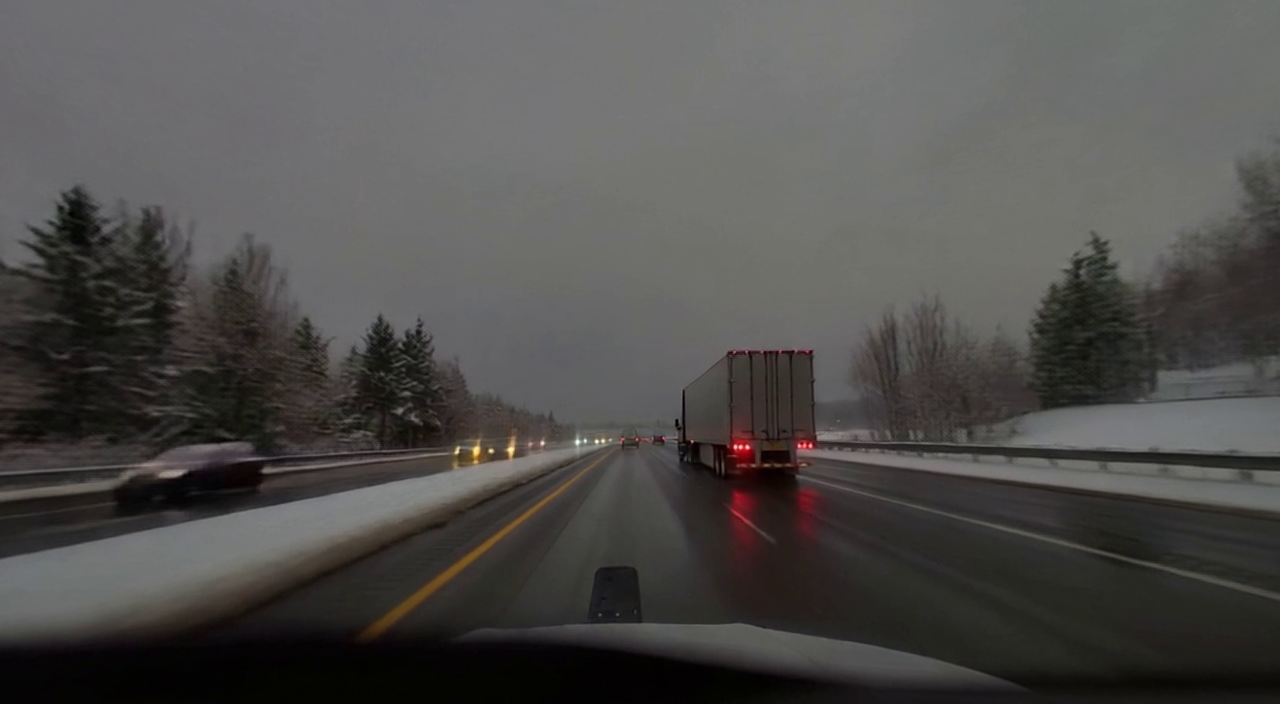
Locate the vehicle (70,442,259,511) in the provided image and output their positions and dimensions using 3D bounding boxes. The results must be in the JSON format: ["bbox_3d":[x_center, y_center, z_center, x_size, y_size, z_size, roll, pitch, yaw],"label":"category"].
[{"bbox_3d":[-12.863,3.341,17.478,1.929,1.605,4.299,0,-8,-1],"label":"vehicle"}]

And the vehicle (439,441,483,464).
[{"bbox_3d":[-12.696,7.120,44.915,1.848,1.532,4.400,0,-8,0],"label":"vehicle"}]

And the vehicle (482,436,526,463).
[{"bbox_3d":[-8.346,6.027,39.016,1.930,1.542,3.943,1,-7,-1],"label":"vehicle"}]

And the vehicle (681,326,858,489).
[{"bbox_3d":[3.579,2.256,22.292,3.038,3.975,13.887,0,-8,-1],"label":"vehicle"}]
